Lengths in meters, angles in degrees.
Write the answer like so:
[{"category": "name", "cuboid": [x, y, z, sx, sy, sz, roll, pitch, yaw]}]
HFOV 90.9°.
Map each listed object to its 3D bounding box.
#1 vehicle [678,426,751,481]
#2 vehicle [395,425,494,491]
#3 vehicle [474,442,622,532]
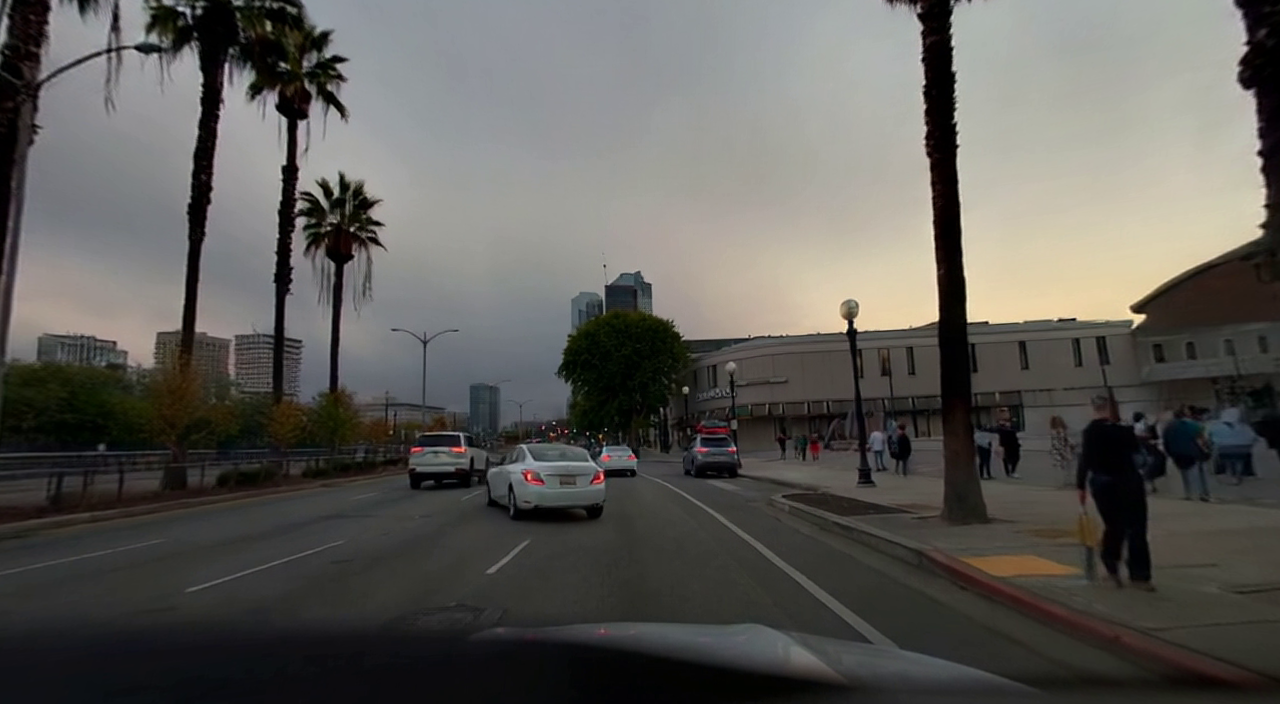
[{"category": "vehicle", "cuboid": [3.179, 4.471, 28.016, 2.126, 2.167, 5.098, 1, -9, -6]}, {"category": "vehicle", "cuboid": [-6.826, 3.764, 22.702, 2.164, 2.047, 5.455, 0, -9, -4]}, {"category": "vehicle", "cuboid": [-2.093, 2.627, 13.026, 1.930, 1.477, 4.657, 3, -9, -22]}]
